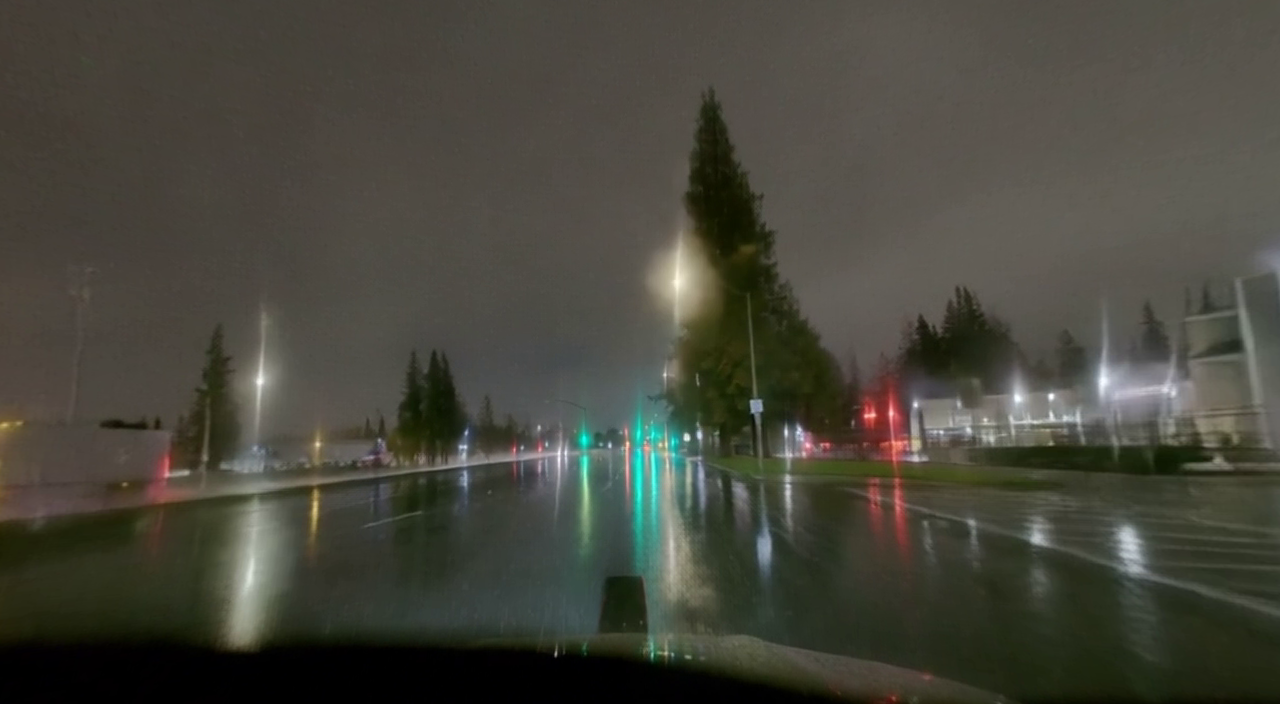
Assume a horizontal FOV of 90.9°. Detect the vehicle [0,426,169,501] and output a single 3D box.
[{"bbox_3d":[-34.679,6.601,38.076,2.955,3.868,11.255,-1,-8,5],"label":"vehicle"}]
